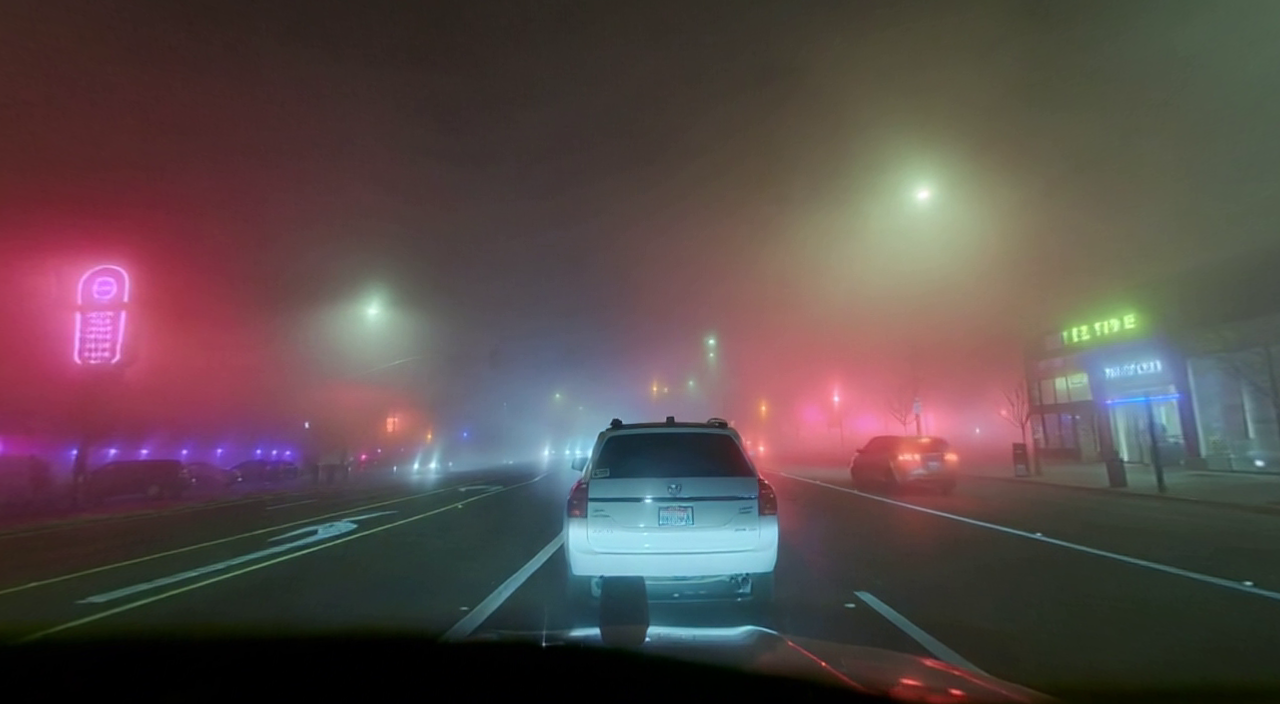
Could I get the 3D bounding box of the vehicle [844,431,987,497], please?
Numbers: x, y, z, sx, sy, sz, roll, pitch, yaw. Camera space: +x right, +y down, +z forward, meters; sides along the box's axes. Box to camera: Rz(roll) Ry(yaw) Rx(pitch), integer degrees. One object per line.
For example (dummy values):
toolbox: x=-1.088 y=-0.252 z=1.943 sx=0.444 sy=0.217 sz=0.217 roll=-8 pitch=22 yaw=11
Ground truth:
vehicle: x=7.050 y=2.898 z=16.675 sx=1.900 sy=1.507 sz=4.151 roll=0 pitch=-8 yaw=0

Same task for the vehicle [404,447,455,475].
vehicle: x=-13.650 y=7.070 z=41.114 sx=1.965 sy=1.695 sz=4.284 roll=0 pitch=-8 yaw=-2

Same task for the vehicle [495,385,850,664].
vehicle: x=0.197 y=1.320 z=5.806 sx=2.125 sy=1.669 sz=3.880 roll=0 pitch=-8 yaw=0

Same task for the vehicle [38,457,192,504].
vehicle: x=-21.358 y=5.215 z=25.958 sx=4.608 sy=1.659 sz=1.981 roll=6 pitch=-10 yaw=-34

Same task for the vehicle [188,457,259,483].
vehicle: x=-27.900 y=7.877 z=42.376 sx=1.861 sy=1.578 sz=4.152 roll=0 pitch=-8 yaw=1
